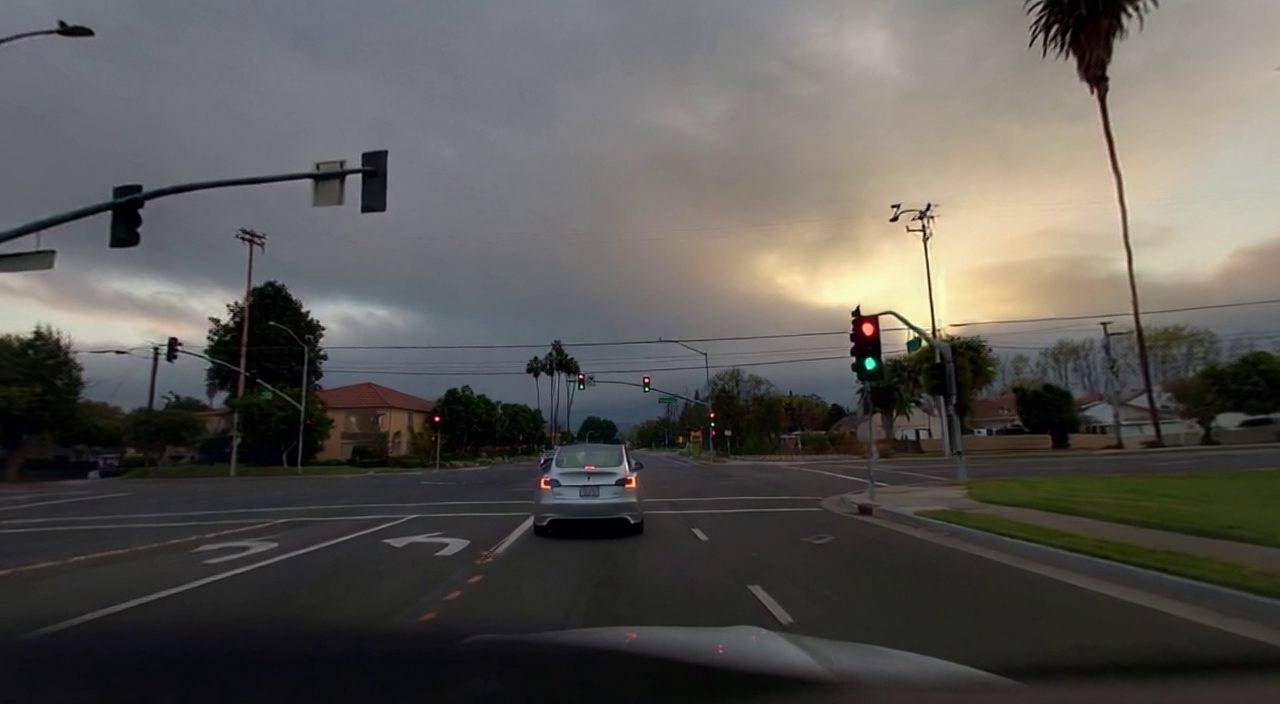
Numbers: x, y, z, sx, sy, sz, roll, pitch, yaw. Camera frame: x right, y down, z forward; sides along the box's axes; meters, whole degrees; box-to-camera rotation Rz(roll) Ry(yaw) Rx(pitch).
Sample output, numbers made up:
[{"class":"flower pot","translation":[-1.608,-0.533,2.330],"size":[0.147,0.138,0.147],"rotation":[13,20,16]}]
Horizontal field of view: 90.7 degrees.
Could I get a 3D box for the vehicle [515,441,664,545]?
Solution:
[{"class":"vehicle","translation":[-0.791,2.363,11.354],"size":[2.152,1.478,4.229],"rotation":[0,-8,-2]}]
